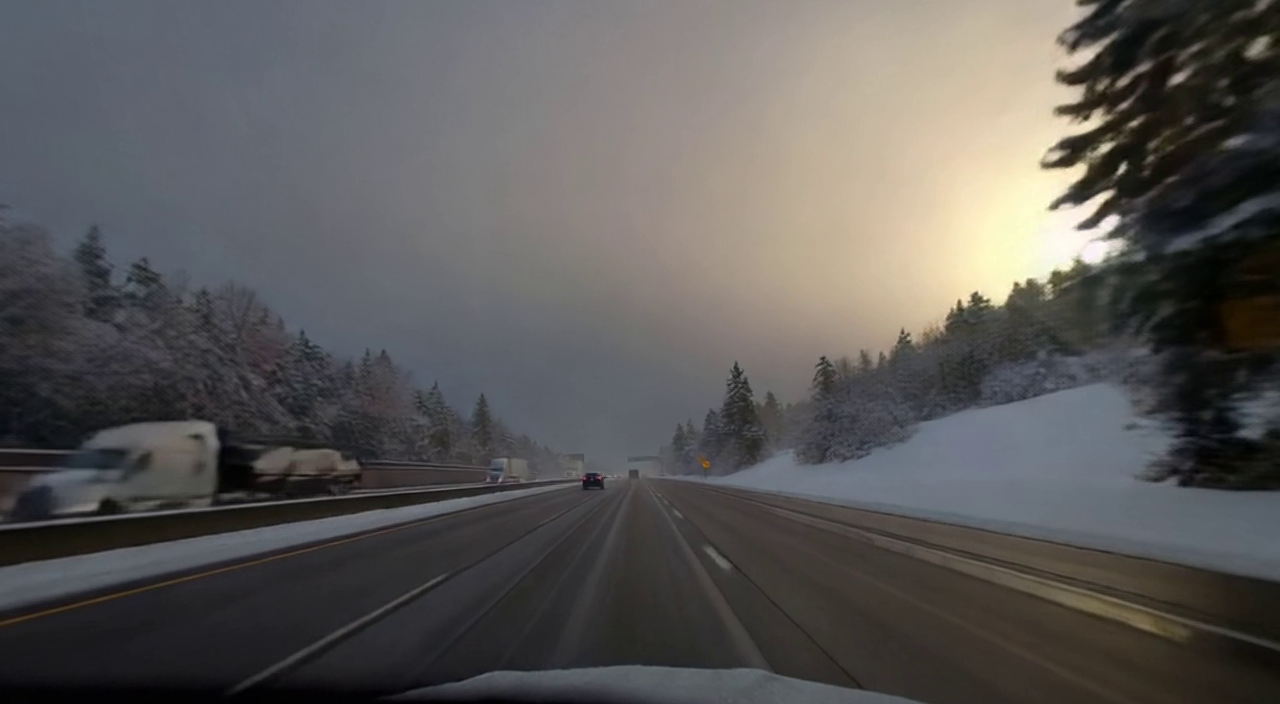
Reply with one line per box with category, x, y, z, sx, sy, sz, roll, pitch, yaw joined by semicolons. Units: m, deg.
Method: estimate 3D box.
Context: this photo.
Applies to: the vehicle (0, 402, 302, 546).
vehicle;-17.188;4.302;22.662;3.031;3.715;12.365;1;-11;0
